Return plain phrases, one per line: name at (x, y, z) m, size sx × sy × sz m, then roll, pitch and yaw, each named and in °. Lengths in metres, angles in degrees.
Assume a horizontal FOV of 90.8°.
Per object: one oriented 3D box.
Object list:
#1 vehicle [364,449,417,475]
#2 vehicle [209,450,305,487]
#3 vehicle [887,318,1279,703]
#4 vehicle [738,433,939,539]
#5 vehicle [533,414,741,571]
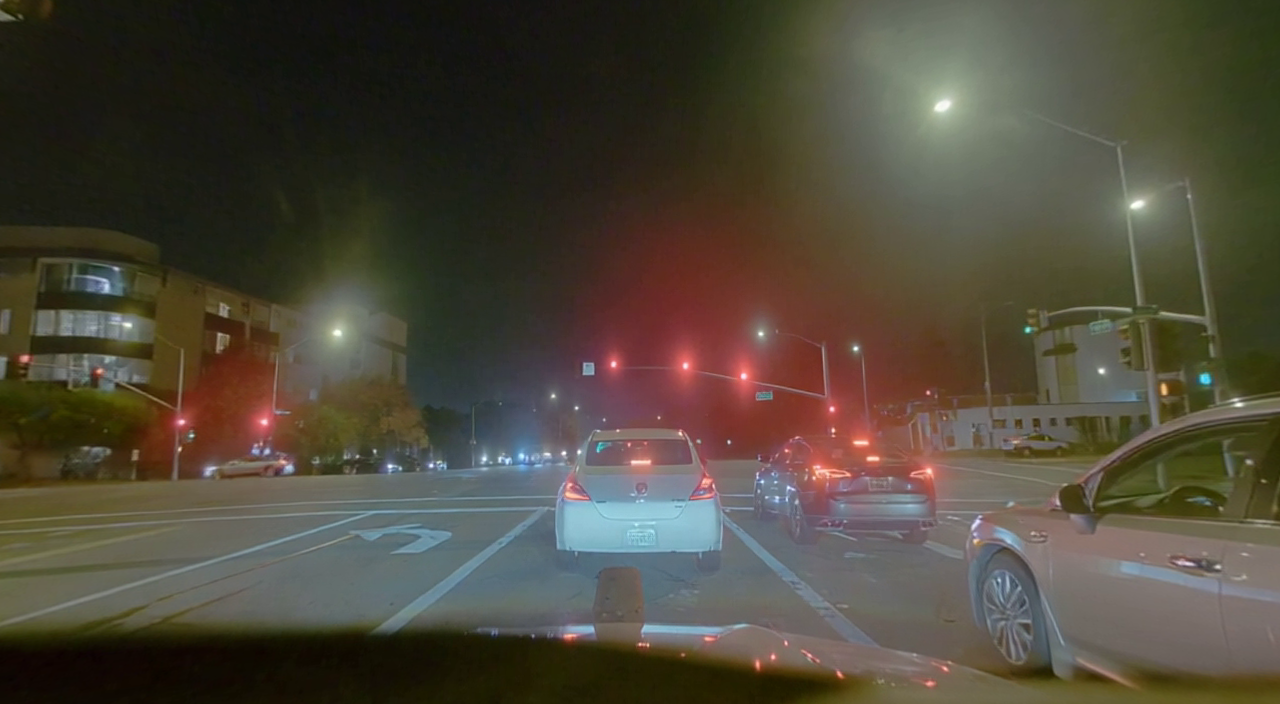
vehicle at (-18.755, 8.261, 47.763) m, size 2.026 × 1.836 × 4.726 m, roll 0°, pitch -8°, yaw 0°
vehicle at (-20.623, 6.236, 34.048) m, size 4.448 × 1.837 × 2.021 m, roll -3°, pitch -9°, yaw 21°
vehicle at (3.003, 0.865, 2.674) m, size 2.103 × 1.701 × 4.294 m, roll 0°, pitch -8°, yaw -1°
vehicle at (3.144, 2.216, 11.154) m, size 2.001 × 1.463 × 4.398 m, roll 0°, pitch -8°, yaw -2°
vehicle at (-0.079, 1.783, 8.760) m, size 2.188 × 1.637 × 4.027 m, roll 0°, pitch -8°, yaw -1°
